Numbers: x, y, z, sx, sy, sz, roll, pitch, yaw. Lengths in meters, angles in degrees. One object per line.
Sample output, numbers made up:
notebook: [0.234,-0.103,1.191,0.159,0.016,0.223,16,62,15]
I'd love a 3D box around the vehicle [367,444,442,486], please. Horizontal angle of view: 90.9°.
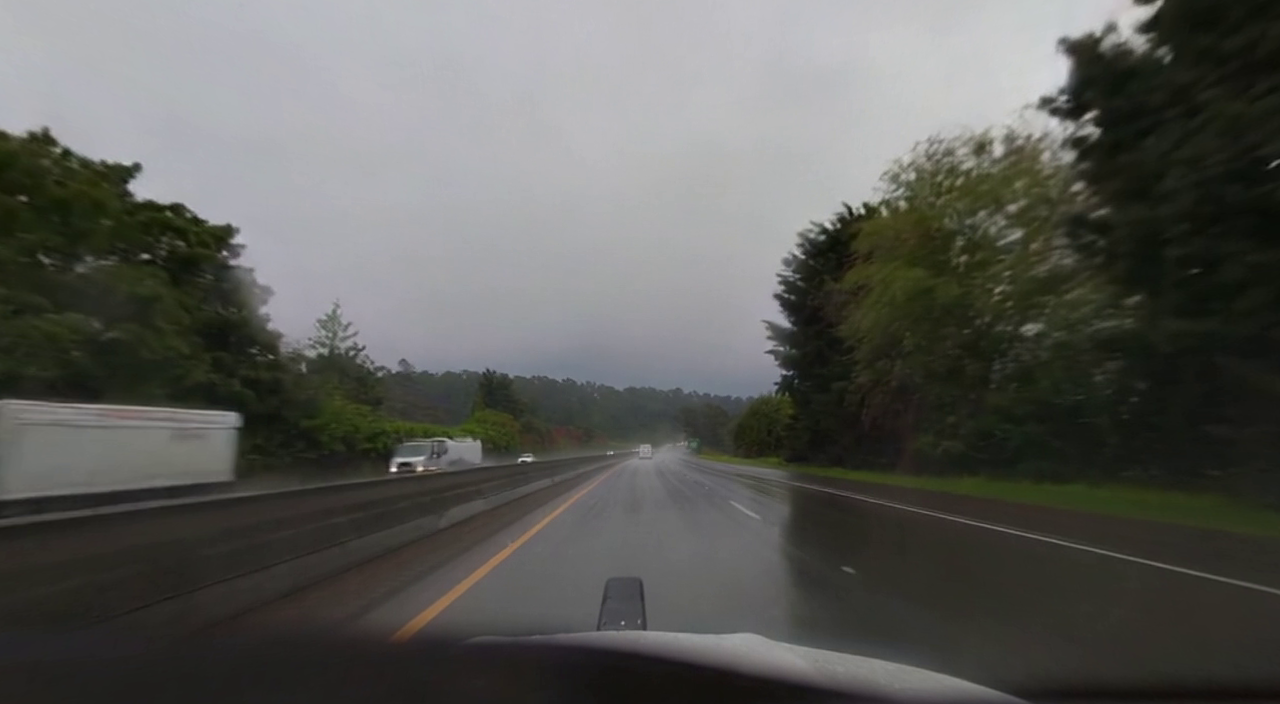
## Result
vehicle: [-12.795,6.155,34.641,2.187,2.101,4.987,0,-9,-1]

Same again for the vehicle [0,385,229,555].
vehicle: [-12.838,2.389,13.063,2.692,3.025,8.751,0,-9,0]

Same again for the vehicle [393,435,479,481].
vehicle: [-12.879,6.800,40.711,2.714,2.654,8.303,0,-9,1]
